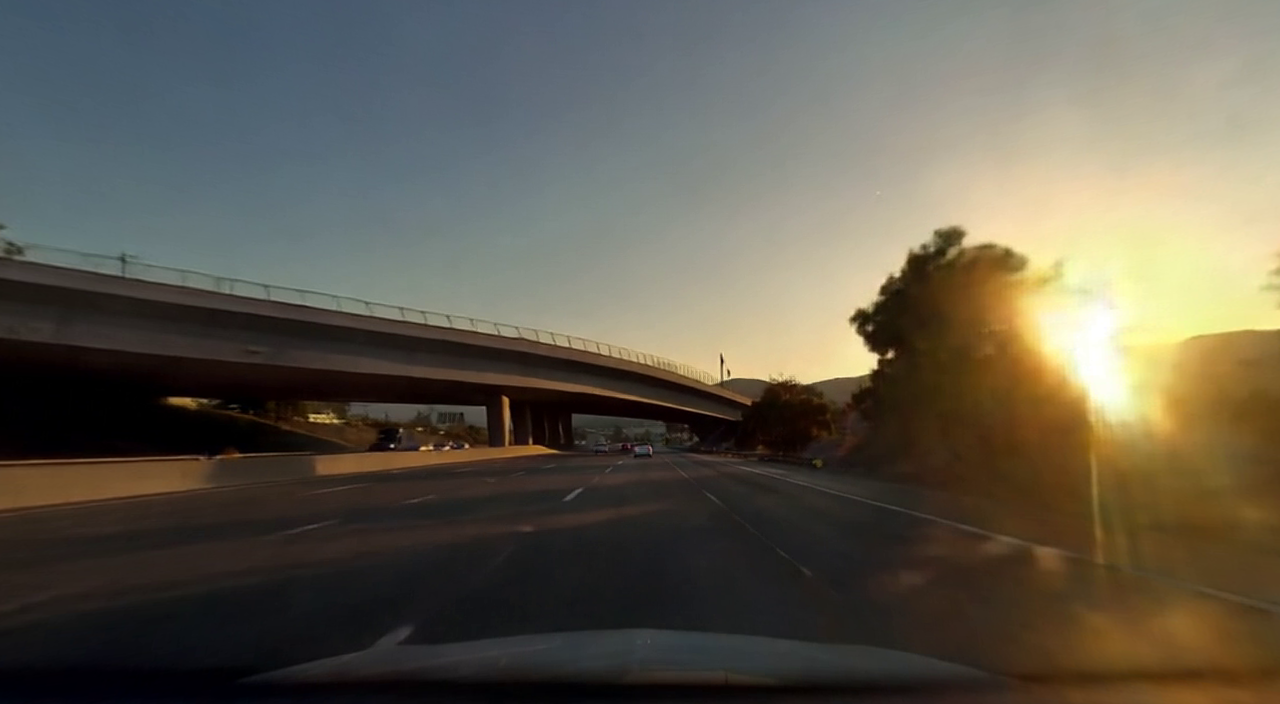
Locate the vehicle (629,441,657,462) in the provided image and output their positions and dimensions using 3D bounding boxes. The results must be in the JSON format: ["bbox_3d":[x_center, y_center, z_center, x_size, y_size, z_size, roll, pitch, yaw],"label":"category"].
[{"bbox_3d":[0.189,7.481,47.741,2.021,1.528,4.154,0,-8,0],"label":"vehicle"}]
